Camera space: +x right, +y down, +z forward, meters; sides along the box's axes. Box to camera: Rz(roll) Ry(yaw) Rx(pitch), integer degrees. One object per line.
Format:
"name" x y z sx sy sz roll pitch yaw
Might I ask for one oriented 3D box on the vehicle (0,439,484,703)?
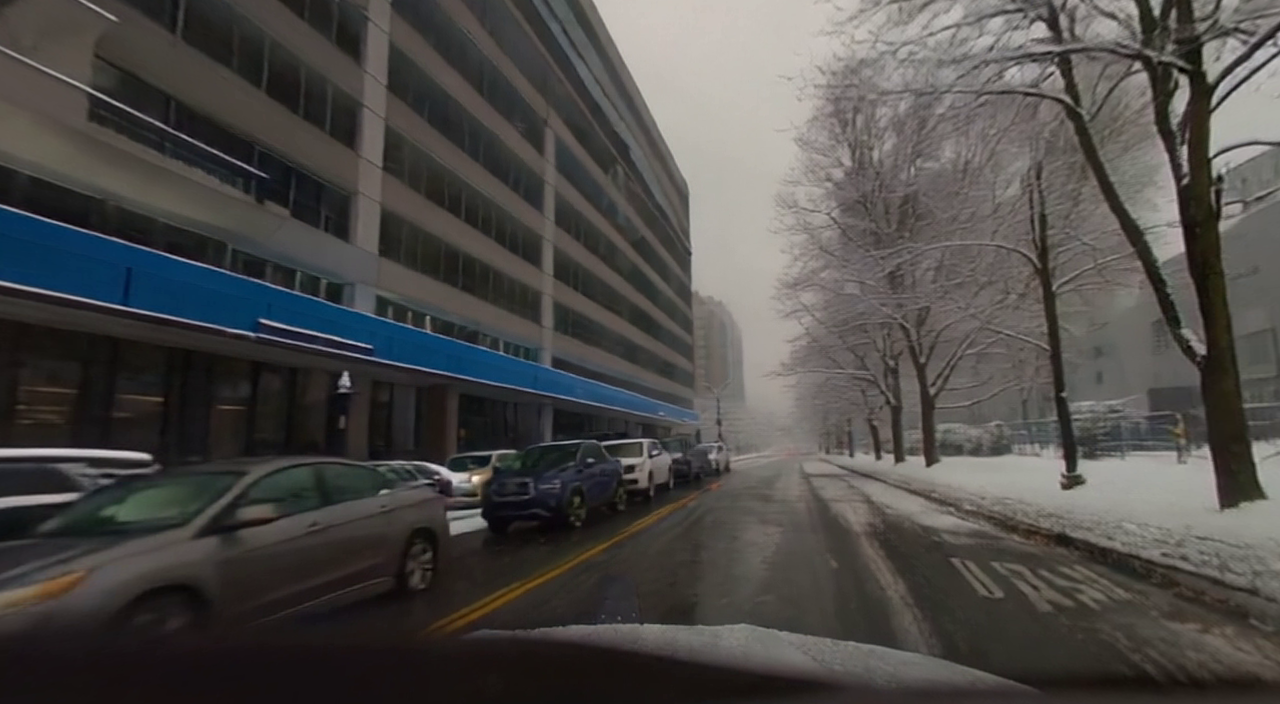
"vehicle" -3.391 1.527 5.152 2.017 1.558 4.888 -2 -9 14

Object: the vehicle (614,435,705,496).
"vehicle" 0.813 3.848 21.794 2.225 1.848 4.472 -2 -9 14

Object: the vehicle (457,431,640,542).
"vehicle" -1.585 2.601 12.983 2.173 1.814 4.573 -2 -9 13
